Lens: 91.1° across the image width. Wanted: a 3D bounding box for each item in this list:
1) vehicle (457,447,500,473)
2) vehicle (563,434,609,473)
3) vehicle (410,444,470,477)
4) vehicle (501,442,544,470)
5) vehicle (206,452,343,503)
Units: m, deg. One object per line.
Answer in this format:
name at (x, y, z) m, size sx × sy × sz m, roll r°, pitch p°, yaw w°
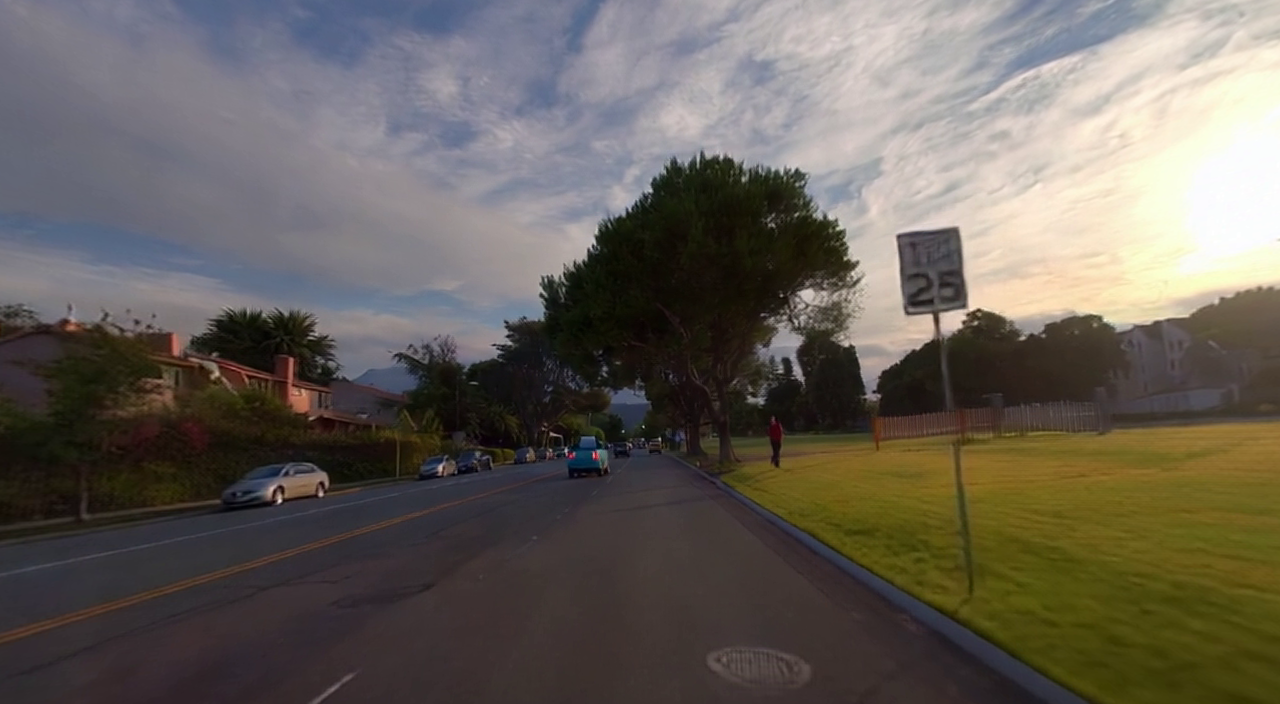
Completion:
vehicle at (-11.623, 7.779, 45.446) m, size 1.910 × 1.462 × 4.581 m, roll -4°, pitch -7°, yaw -1°
vehicle at (-2.698, 5.192, 32.343) m, size 1.908 × 1.809 × 4.230 m, roll -1°, pitch -8°, yaw 2°
vehicle at (-11.675, 6.324, 36.961) m, size 1.904 × 1.728 × 4.997 m, roll 1°, pitch -8°, yaw -1°
vehicle at (-8.441, 7.515, 45.531) m, size 2.019 × 1.907 × 4.697 m, roll -1°, pitch -8°, yaw 2°
vehicle at (-12.187, 4.180, 21.375) m, size 1.887 × 1.469 × 4.691 m, roll -1°, pitch -9°, yaw -1°
